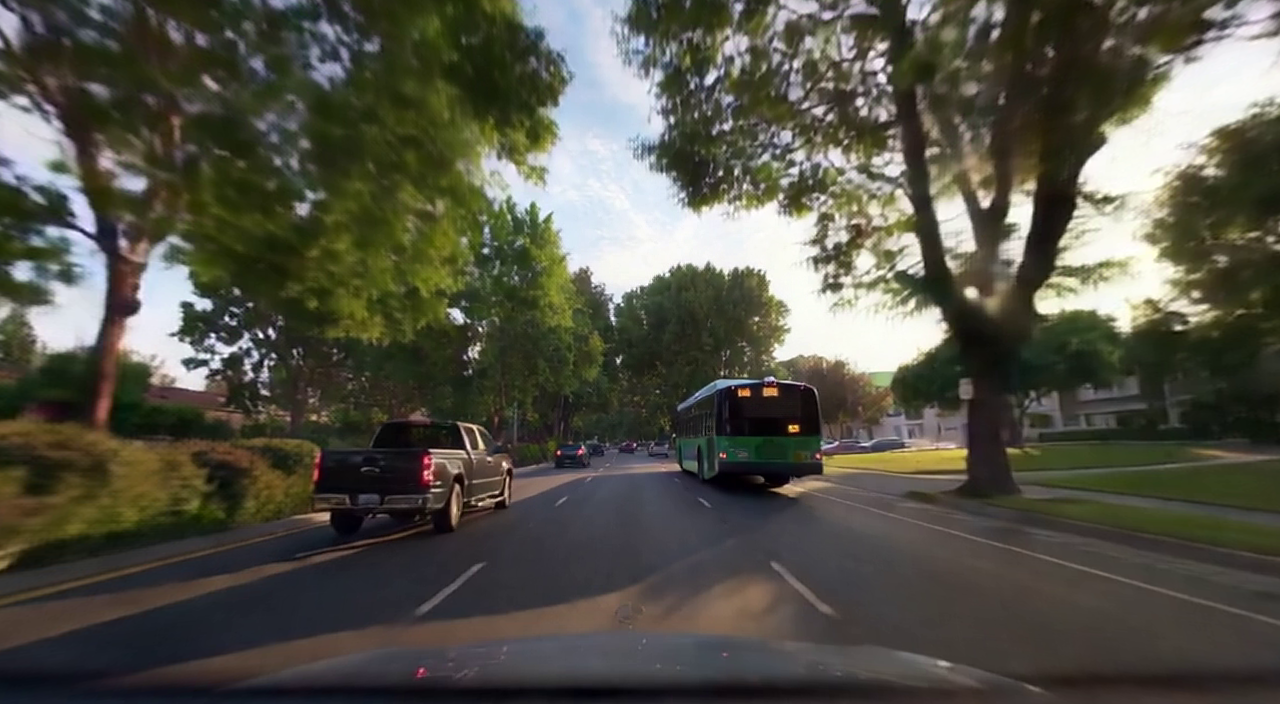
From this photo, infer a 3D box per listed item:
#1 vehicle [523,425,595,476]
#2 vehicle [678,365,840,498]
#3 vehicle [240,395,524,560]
[{"bbox_3d":[-3.478,4.430,28.487,2.513,2.066,5.820,0,-8,0],"label":"vehicle"},{"bbox_3d":[3.286,2.849,21.804,3.059,3.264,12.623,0,-8,0],"label":"vehicle"},{"bbox_3d":[-3.408,1.795,9.763,2.074,1.849,5.137,0,-8,2],"label":"vehicle"}]
